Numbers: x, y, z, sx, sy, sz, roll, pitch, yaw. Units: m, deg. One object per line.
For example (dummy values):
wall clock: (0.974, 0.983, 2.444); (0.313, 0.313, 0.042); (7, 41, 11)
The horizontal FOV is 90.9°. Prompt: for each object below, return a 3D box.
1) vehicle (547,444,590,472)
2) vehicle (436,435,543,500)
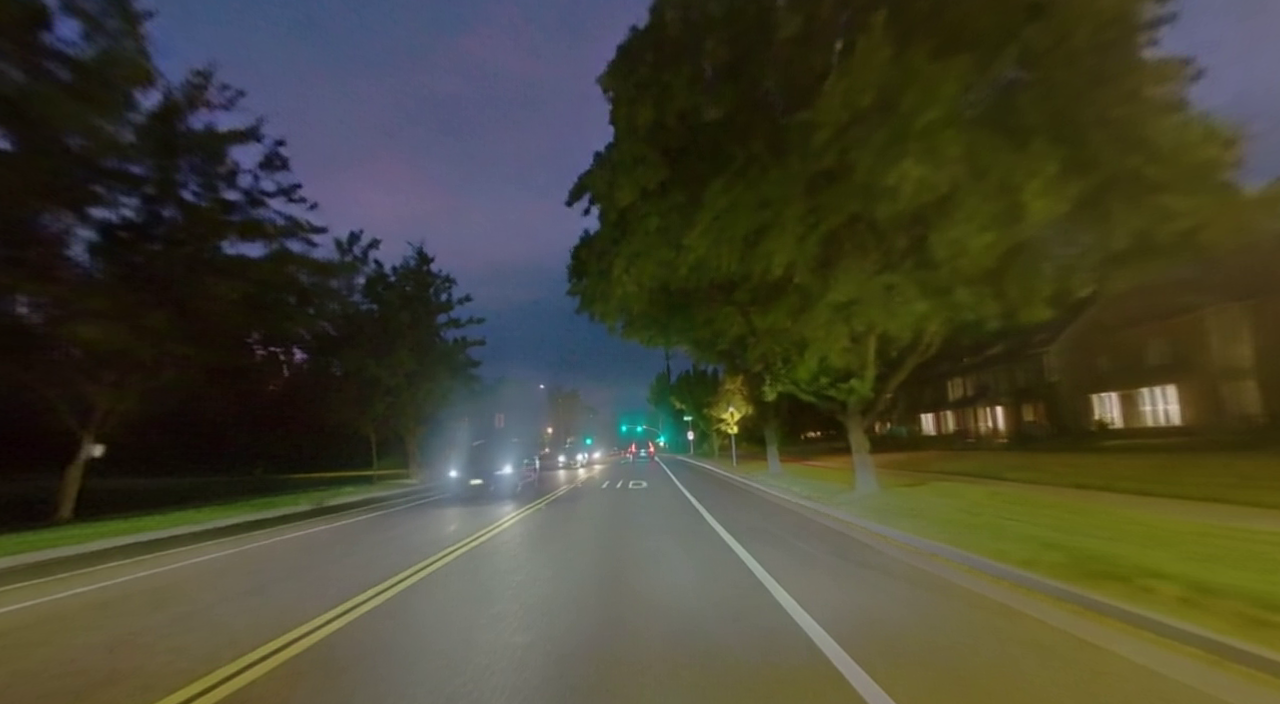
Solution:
vehicle: (-4.055, 6.062, 36.195); (1.905, 1.510, 4.172); (0, -8, 1)
vehicle: (-4.351, 3.411, 19.007); (2.069, 1.707, 4.385); (0, -8, 1)
